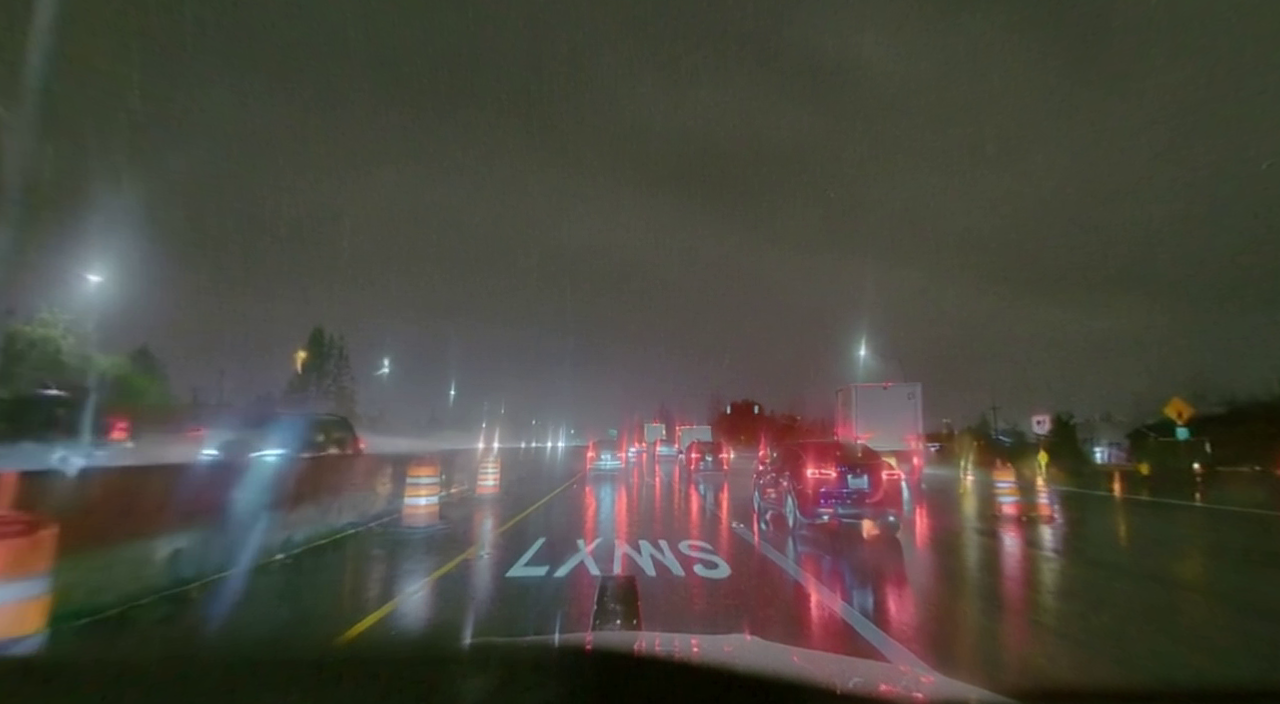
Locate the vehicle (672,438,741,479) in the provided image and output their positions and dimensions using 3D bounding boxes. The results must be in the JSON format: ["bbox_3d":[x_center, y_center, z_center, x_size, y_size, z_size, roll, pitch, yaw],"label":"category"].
[{"bbox_3d":[2.499,4.137,24.995,2.042,1.460,4.451,0,-8,-3],"label":"vehicle"}]

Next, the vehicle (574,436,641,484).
[{"bbox_3d":[-1.077,3.638,21.739,2.069,1.470,4.004,0,-8,-2],"label":"vehicle"}]

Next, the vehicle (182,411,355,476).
[{"bbox_3d":[-10.102,2.552,17.734,1.997,1.562,4.754,0,-8,-1],"label":"vehicle"}]

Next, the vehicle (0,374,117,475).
[{"bbox_3d":[-13.646,1.360,11.954,2.414,1.943,6.030,0,-8,-1],"label":"vehicle"}]

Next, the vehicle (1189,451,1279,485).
[{"bbox_3d":[35.741,6.682,36.812,2.227,1.730,5.442,1,-8,-6],"label":"vehicle"}]

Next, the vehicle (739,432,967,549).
[{"bbox_3d":[3.040,2.049,10.169,1.996,1.455,4.281,0,-8,-3],"label":"vehicle"}]
